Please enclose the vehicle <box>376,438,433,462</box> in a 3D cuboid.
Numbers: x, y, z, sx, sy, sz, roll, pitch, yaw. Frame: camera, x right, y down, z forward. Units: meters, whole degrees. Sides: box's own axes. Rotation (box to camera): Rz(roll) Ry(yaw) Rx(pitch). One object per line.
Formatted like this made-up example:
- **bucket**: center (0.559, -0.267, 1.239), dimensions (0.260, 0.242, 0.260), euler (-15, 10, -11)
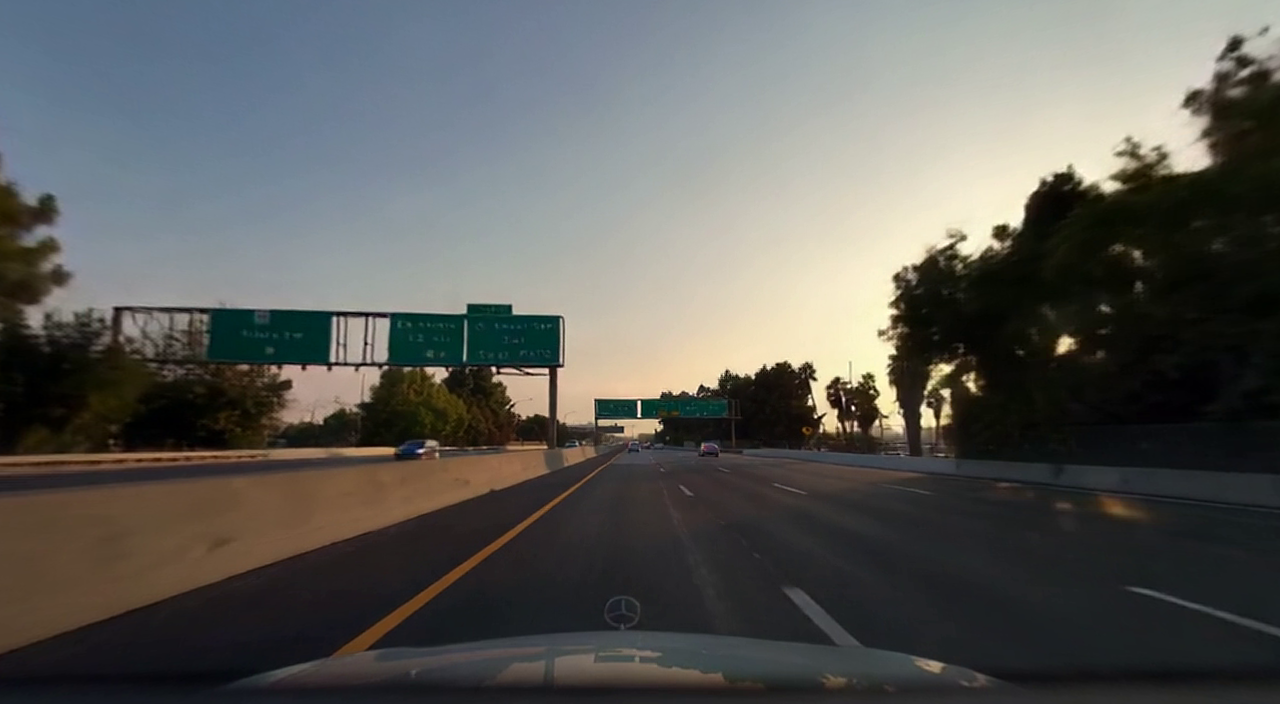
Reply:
- **vehicle**: center (-15.731, 6.581, 42.471), dimensions (1.968, 1.501, 4.695), euler (0, -9, 1)
